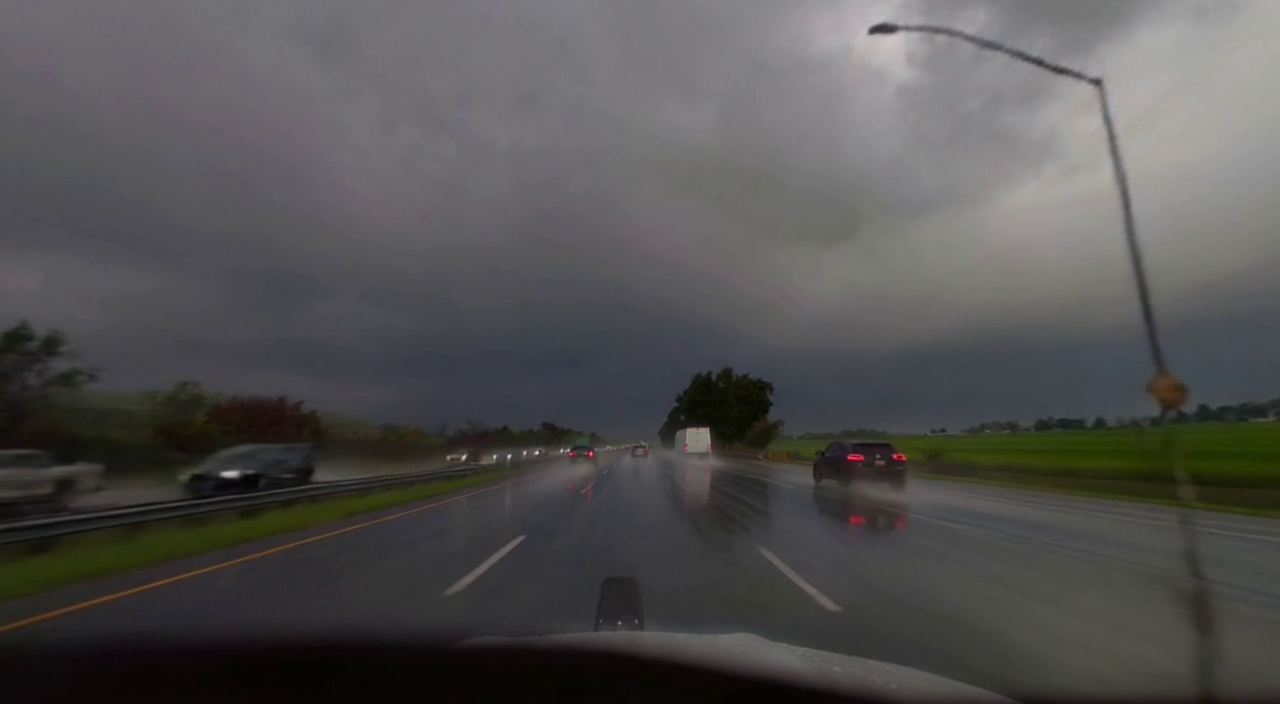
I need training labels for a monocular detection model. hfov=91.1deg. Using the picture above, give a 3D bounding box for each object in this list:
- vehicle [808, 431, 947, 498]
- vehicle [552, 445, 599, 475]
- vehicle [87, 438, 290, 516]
[{"bbox_3d":[6.523,3.142,17.987,2.069,1.625,4.832,0,-9,0],"label":"vehicle"},{"bbox_3d":[-3.531,5.987,35.161,2.160,1.530,4.500,0,-9,-1],"label":"vehicle"},{"bbox_3d":[-11.223,3.099,16.136,1.911,1.688,4.421,0,-9,0],"label":"vehicle"}]
